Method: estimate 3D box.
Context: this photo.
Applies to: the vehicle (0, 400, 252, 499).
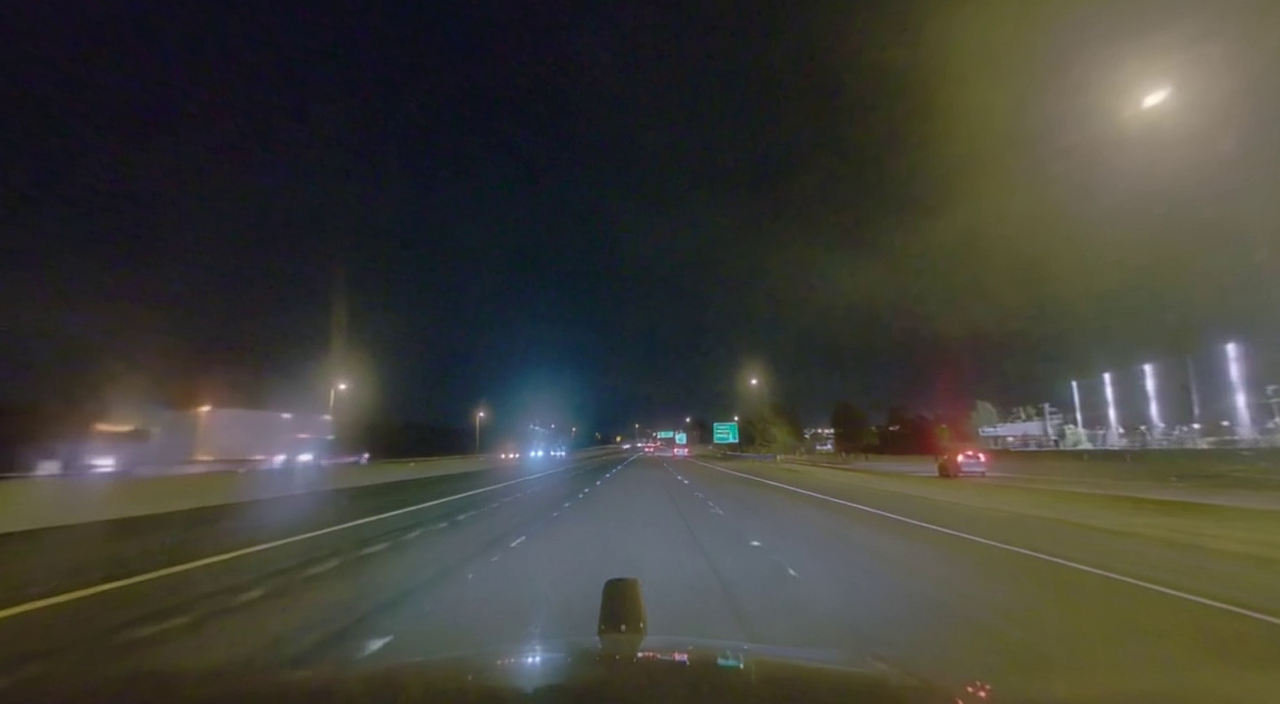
[{"bbox_3d":[-19.734,3.837,25.171,2.989,3.268,8.334,0,-8,1],"label":"vehicle"}]
